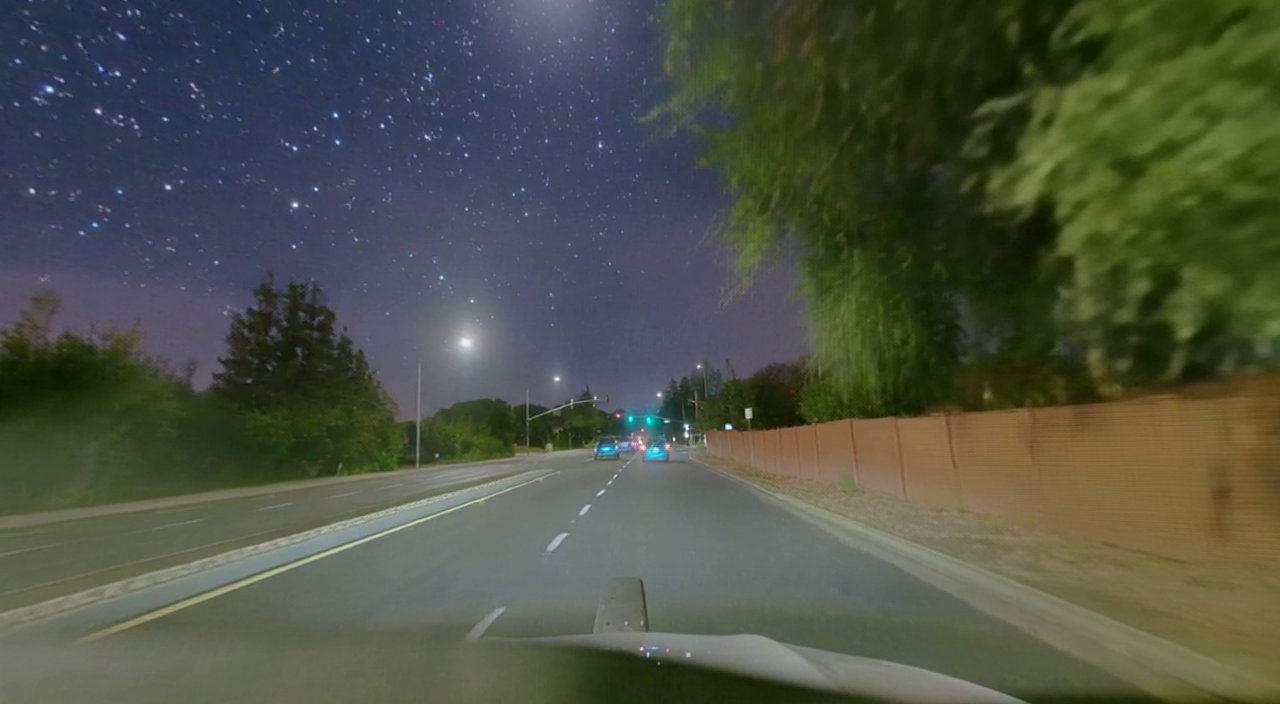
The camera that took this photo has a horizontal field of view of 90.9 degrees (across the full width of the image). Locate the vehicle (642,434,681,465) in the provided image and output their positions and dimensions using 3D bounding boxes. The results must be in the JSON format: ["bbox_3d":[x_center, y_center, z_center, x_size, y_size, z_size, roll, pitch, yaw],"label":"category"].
[{"bbox_3d":[1.211,5.687,36.853,2.127,1.665,3.993,0,-9,0],"label":"vehicle"}]

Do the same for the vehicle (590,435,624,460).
[{"bbox_3d":[-2.400,7.110,46.940,2.190,1.766,4.394,0,-9,1],"label":"vehicle"}]
